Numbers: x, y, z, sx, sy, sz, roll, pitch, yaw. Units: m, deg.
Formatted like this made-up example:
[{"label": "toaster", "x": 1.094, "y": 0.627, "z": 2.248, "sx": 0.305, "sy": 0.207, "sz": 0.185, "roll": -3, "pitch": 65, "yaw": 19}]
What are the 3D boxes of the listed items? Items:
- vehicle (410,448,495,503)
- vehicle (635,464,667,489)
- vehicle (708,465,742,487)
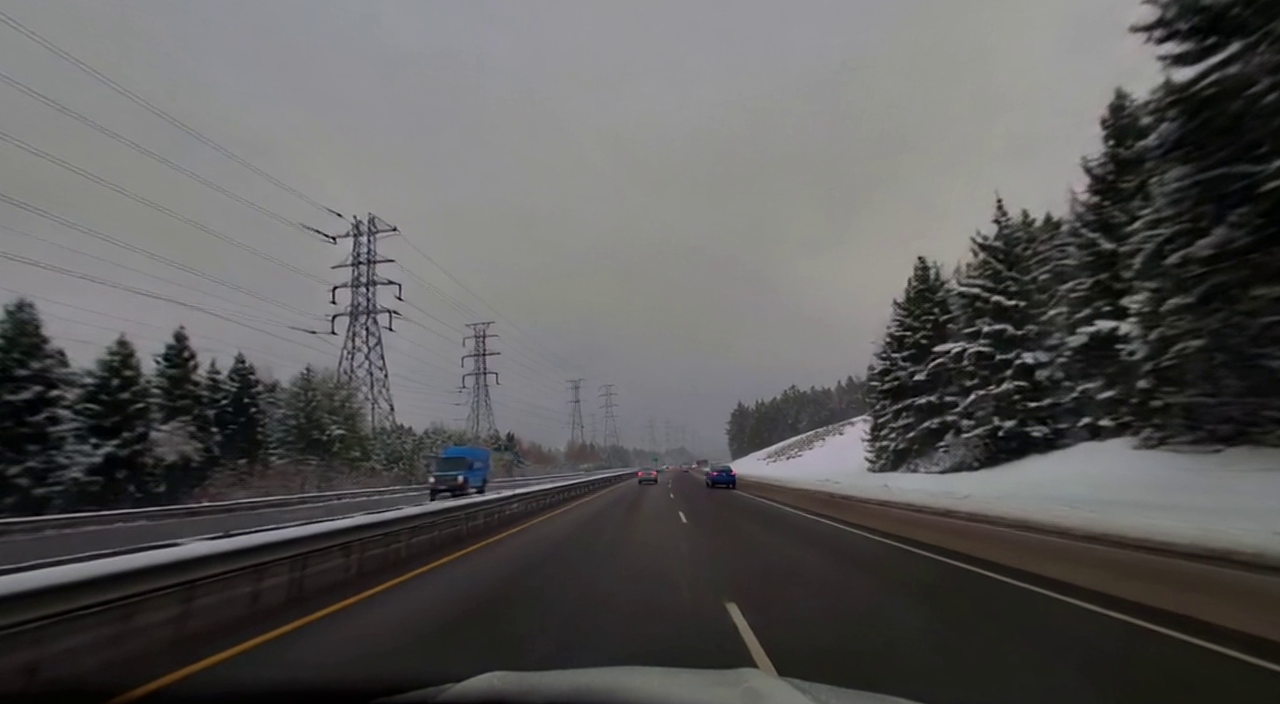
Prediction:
[{"label": "vehicle", "x": -10.607, "y": 7.108, "z": 36.328, "sx": 2.485, "sy": 2.813, "sz": 6.798, "roll": 0, "pitch": -10, "yaw": 3}, {"label": "vehicle", "x": 0.721, "y": 8.458, "z": 42.846, "sx": 2.038, "sy": 1.596, "sz": 4.246, "roll": 1, "pitch": -11, "yaw": 1}, {"label": "vehicle", "x": 6.354, "y": 9.331, "z": 47.253, "sx": 1.985, "sy": 1.521, "sz": 3.904, "roll": 1, "pitch": -10, "yaw": 0}]
